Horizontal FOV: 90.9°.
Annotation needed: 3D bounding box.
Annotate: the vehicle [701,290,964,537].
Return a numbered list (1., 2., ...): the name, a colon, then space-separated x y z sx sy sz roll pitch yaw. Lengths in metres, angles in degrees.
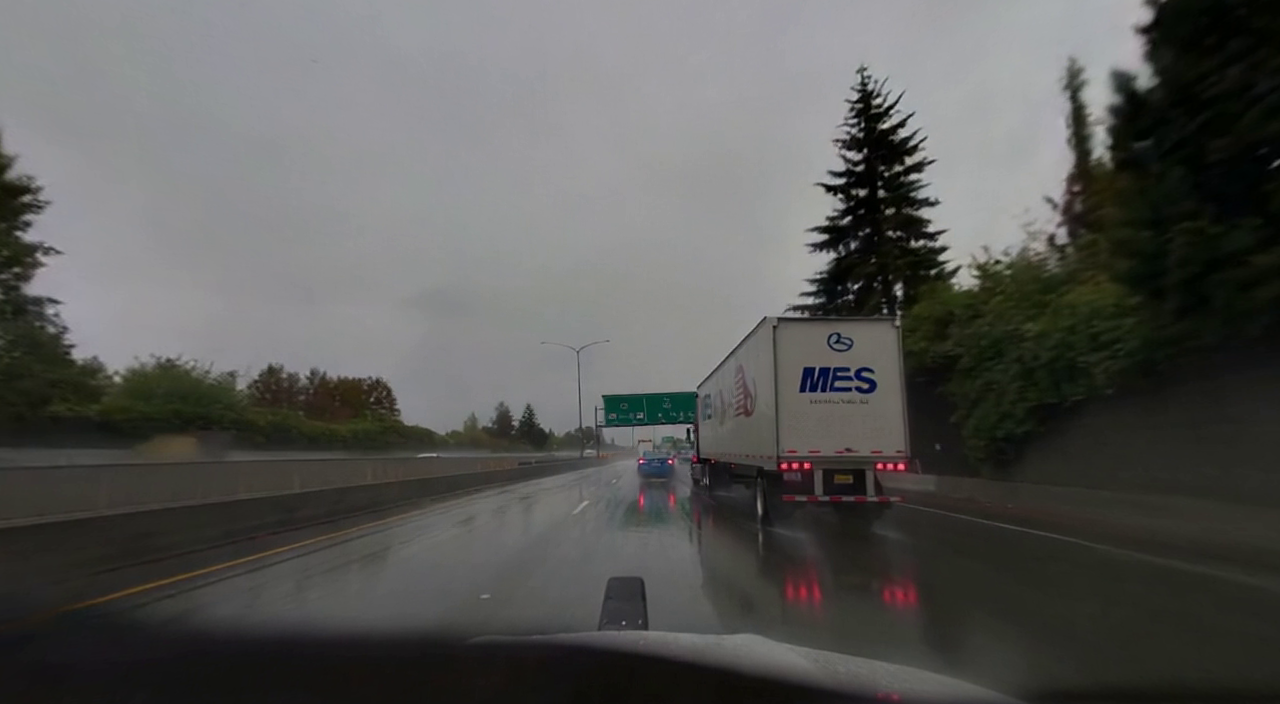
1. vehicle: 3.822 2.040 17.533 3.002 4.104 14.174 0 -9 1

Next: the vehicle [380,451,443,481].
1. vehicle: -13.070 6.530 36.289 1.941 1.602 4.247 0 -9 2

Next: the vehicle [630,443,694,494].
1. vehicle: 0.706 4.155 22.773 2.121 1.642 3.828 0 -9 0
